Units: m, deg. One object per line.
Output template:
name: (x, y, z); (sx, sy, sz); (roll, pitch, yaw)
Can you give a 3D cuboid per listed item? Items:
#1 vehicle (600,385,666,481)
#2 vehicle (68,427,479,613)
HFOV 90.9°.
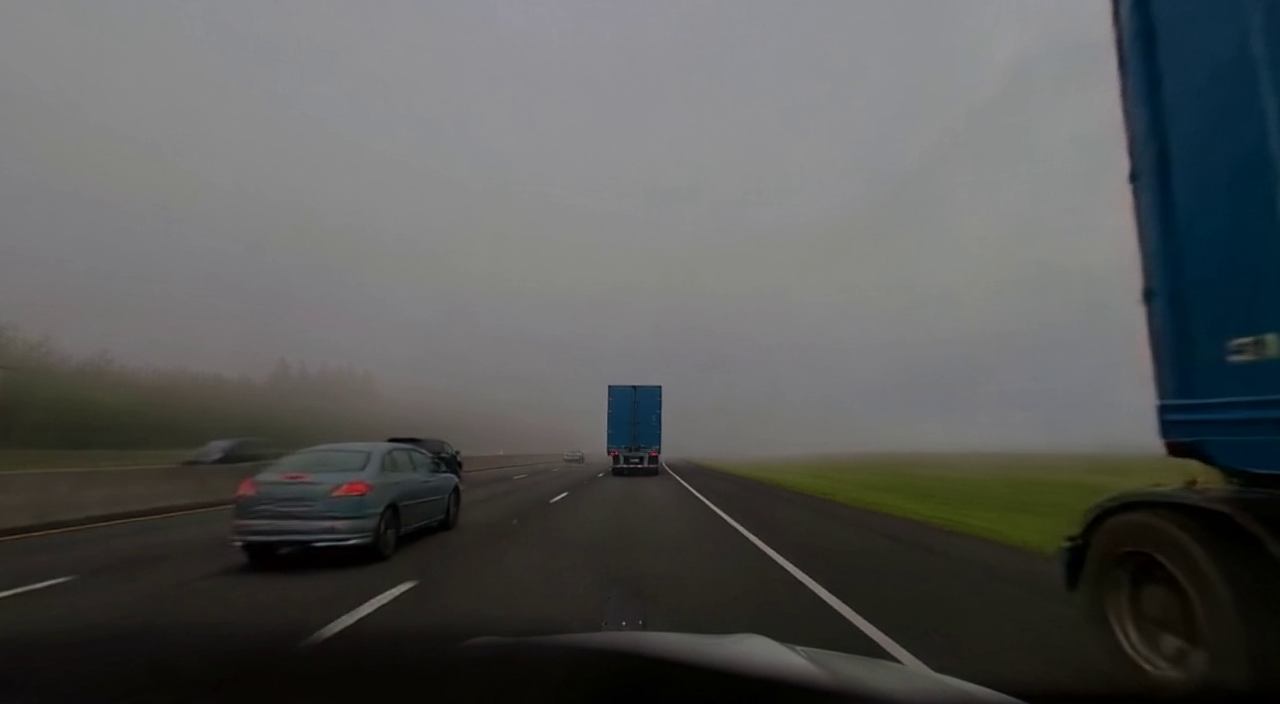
vehicle: (-0.160, 4.591, 34.667); (2.851, 4.098, 14.436); (-1, -9, 1)
vehicle: (-3.506, 1.688, 7.320); (2.092, 1.465, 4.448); (0, -9, 0)
